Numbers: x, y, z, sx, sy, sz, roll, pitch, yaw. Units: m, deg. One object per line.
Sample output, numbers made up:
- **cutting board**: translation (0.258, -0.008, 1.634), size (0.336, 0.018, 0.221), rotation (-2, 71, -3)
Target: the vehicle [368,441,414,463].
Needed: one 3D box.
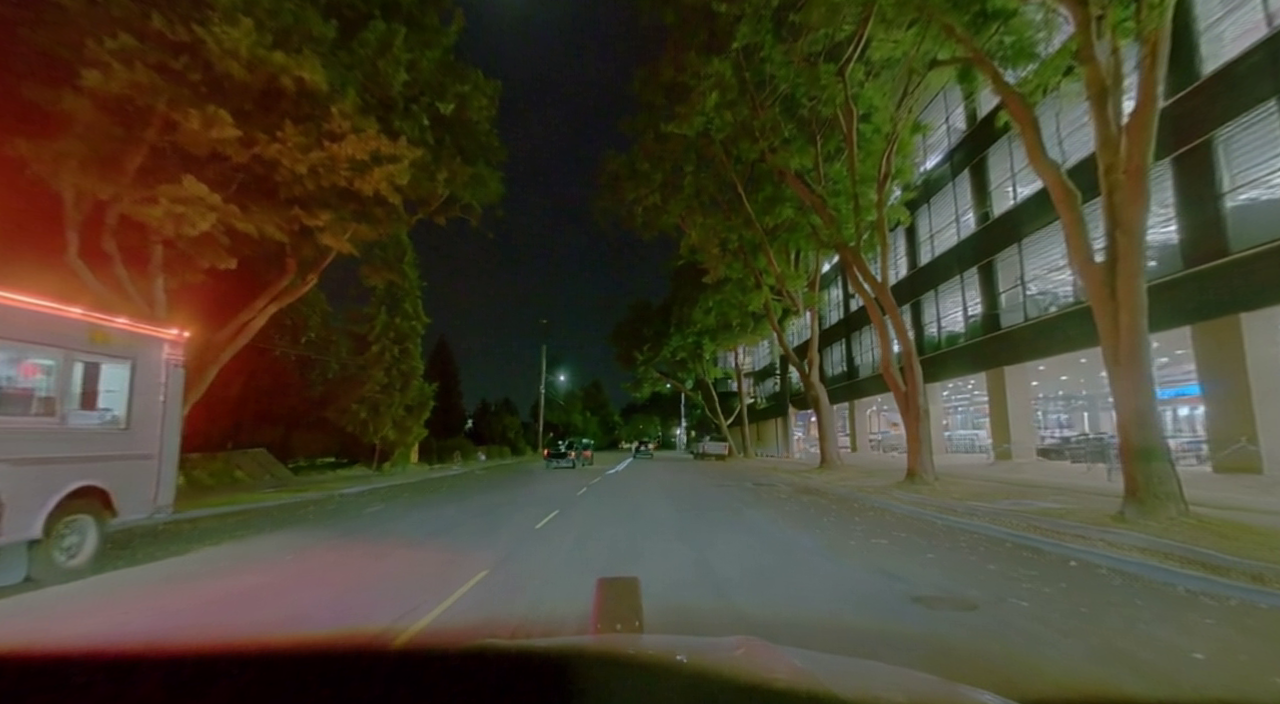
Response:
- **vehicle**: translation (-19.286, 7.791, 49.117), size (1.880, 1.617, 3.870), rotation (-1, -8, 2)

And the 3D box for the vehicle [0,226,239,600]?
- **vehicle**: translation (-7.050, 0.496, 5.156), size (2.968, 3.222, 7.036), rotation (-1, -8, -1)

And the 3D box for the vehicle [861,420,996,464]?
- **vehicle**: translation (14.191, 4.442, 31.351), size (5.540, 2.045, 2.259), rotation (0, -8, -1)

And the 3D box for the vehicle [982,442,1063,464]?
- **vehicle**: translation (27.088, 7.150, 44.829), size (4.558, 1.452, 1.790), rotation (0, -8, 0)

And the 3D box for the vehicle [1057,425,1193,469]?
- **vehicle**: translation (26.260, 5.176, 34.339), size (5.596, 2.168, 2.307), rotation (2, -8, -3)

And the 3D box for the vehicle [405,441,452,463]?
- **vehicle**: translation (-16.270, 7.701, 48.716), size (1.850, 1.531, 4.256), rotation (0, -7, 5)

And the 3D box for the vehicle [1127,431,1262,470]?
- **vehicle**: translation (27.023, 4.818, 30.923), size (4.591, 1.808, 2.016), rotation (0, -9, 1)

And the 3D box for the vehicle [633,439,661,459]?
- **vehicle**: translation (0.491, 7.563, 49.417), size (2.046, 1.445, 4.001), rotation (0, -8, -2)

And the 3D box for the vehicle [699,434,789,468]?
- **vehicle**: translation (5.679, 5.380, 34.376), size (4.626, 1.723, 1.939), rotation (5, -10, -32)

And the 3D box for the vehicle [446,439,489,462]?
- **vehicle**: translation (-13.401, 7.644, 49.350), size (1.888, 1.657, 4.138), rotation (0, -7, 5)
